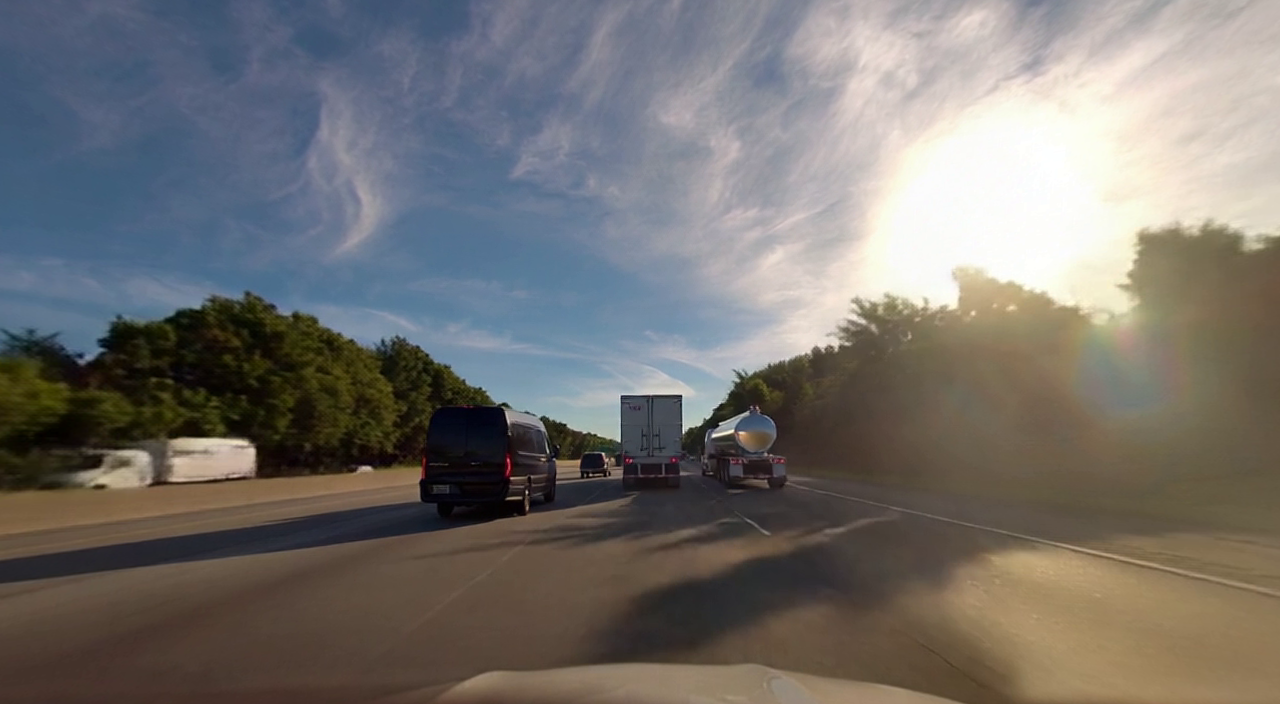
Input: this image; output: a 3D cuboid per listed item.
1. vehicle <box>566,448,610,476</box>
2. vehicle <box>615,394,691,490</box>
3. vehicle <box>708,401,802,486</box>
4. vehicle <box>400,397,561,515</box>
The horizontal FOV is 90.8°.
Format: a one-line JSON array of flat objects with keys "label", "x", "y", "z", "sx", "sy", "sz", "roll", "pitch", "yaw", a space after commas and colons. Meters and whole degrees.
[{"label": "vehicle", "x": -3.175, "y": 6.799, "z": 39.162, "sx": 2.134, "sy": 1.652, "sz": 4.439, "roll": -1, "pitch": -9, "yaw": 3}, {"label": "vehicle", "x": 0.286, "y": 4.004, "z": 27.579, "sx": 2.773, "sy": 3.455, "sz": 9.118, "roll": 0, "pitch": -9, "yaw": -2}, {"label": "vehicle", "x": 5.357, "y": 4.668, "z": 31.867, "sx": 2.706, "sy": 3.500, "sz": 11.483, "roll": 0, "pitch": -9, "yaw": 1}, {"label": "vehicle", "x": -3.898, "y": 2.776, "z": 17.040, "sx": 2.525, "sy": 2.572, "sz": 6.260, "roll": 0, "pitch": -9, "yaw": 2}]
